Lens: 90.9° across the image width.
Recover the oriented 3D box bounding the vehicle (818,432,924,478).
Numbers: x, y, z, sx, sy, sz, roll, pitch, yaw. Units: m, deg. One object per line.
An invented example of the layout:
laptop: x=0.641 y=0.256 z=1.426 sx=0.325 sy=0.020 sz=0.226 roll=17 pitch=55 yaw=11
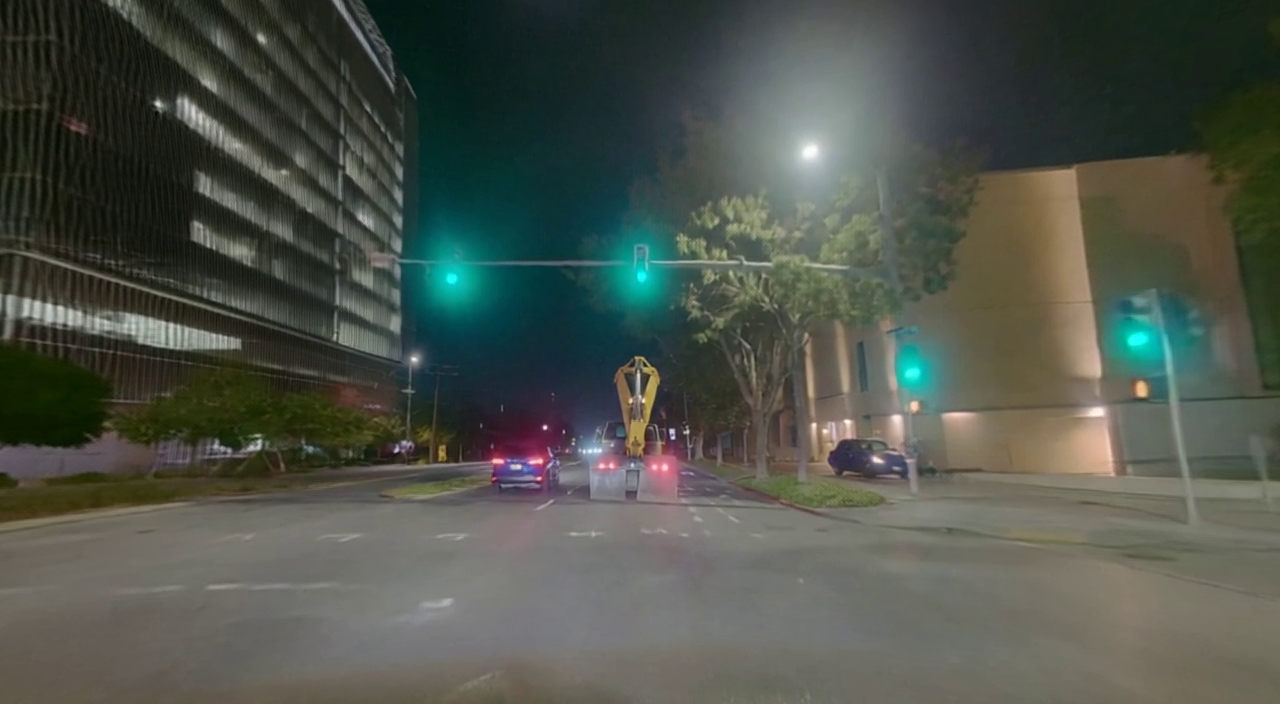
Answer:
vehicle: x=9.910 y=4.467 z=27.572 sx=2.186 sy=1.783 sz=4.716 roll=2 pitch=-9 yaw=-11

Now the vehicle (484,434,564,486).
vehicle: x=-4.024 y=3.827 z=22.621 sx=2.081 sy=1.688 sz=4.235 roll=0 pitch=-9 yaw=0

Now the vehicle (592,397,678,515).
vehicle: x=-0.306 y=3.905 z=24.359 sx=2.552 sy=3.461 sz=11.044 roll=1 pitch=-8 yaw=-2
